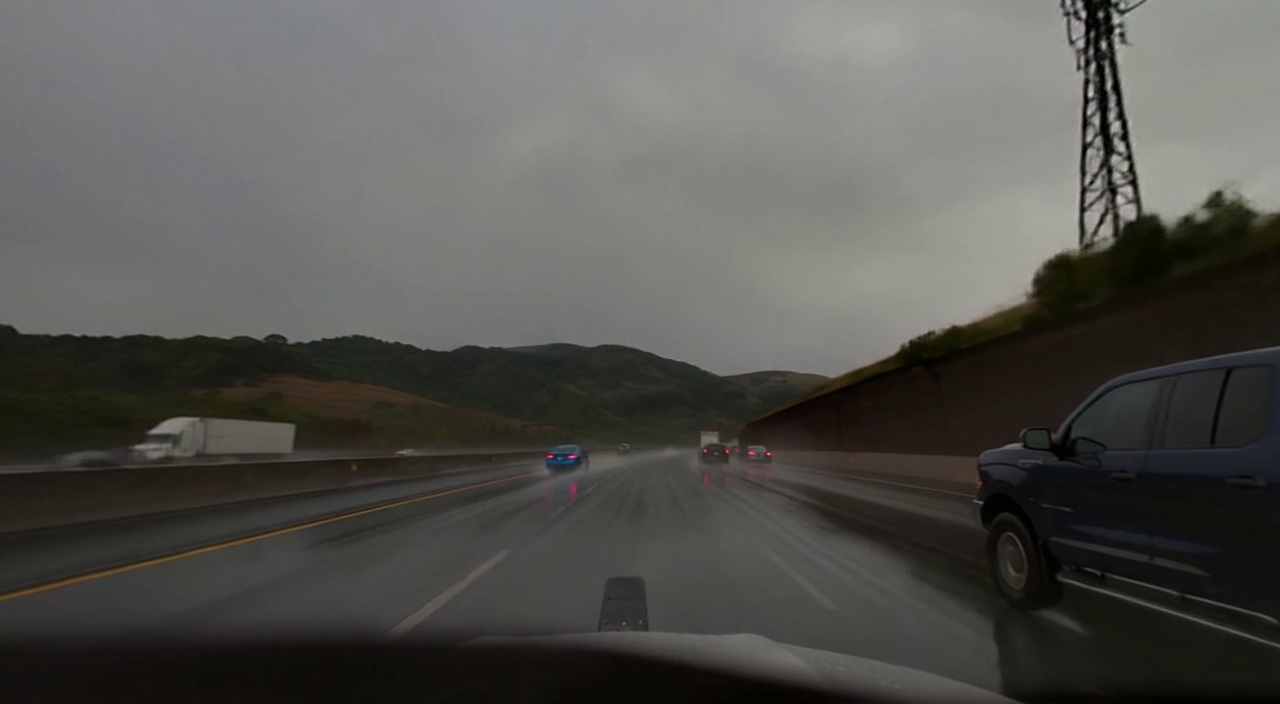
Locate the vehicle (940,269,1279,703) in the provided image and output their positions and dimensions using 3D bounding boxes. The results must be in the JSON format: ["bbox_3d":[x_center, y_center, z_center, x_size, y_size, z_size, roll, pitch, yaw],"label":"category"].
[{"bbox_3d":[3.421,0.666,2.360,2.098,1.925,5.171,0,-8,1],"label":"vehicle"}]

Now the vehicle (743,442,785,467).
[{"bbox_3d":[8.425,7.021,43.379,1.986,1.633,4.430,0,-8,0],"label":"vehicle"}]

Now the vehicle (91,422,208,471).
[{"bbox_3d":[-37.983,7.357,49.227,2.942,3.519,7.227,-1,-8,3],"label":"vehicle"}]

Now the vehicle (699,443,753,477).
[{"bbox_3d":[4.091,5.216,30.738,2.046,1.471,4.333,0,-8,0],"label":"vehicle"}]

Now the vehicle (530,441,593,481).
[{"bbox_3d":[-3.440,4.891,28.627,2.113,1.636,4.494,-1,-8,2],"label":"vehicle"}]
